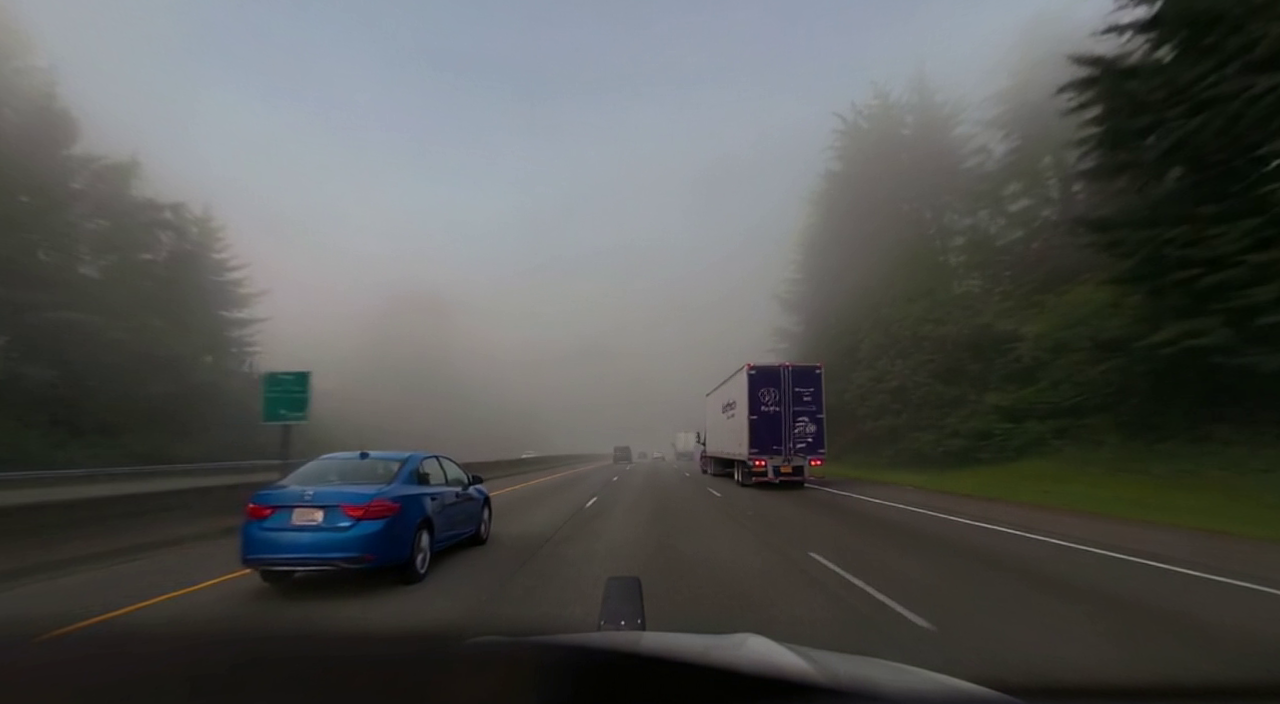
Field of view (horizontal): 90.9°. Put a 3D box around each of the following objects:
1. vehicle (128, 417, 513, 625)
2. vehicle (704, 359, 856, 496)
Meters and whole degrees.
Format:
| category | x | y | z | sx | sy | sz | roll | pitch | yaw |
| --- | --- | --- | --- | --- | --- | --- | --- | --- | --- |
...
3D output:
| category | x | y | z | sx | sy | sz | roll | pitch | yaw |
| --- | --- | --- | --- | --- | --- | --- | --- | --- | --- |
| vehicle | -2.905 | 1.641 | 7.093 | 1.960 | 1.579 | 4.384 | 0 | -9 | 1 |
| vehicle | 4.716 | 3.211 | 25.012 | 2.858 | 3.952 | 13.731 | 0 | -9 | 0 |
